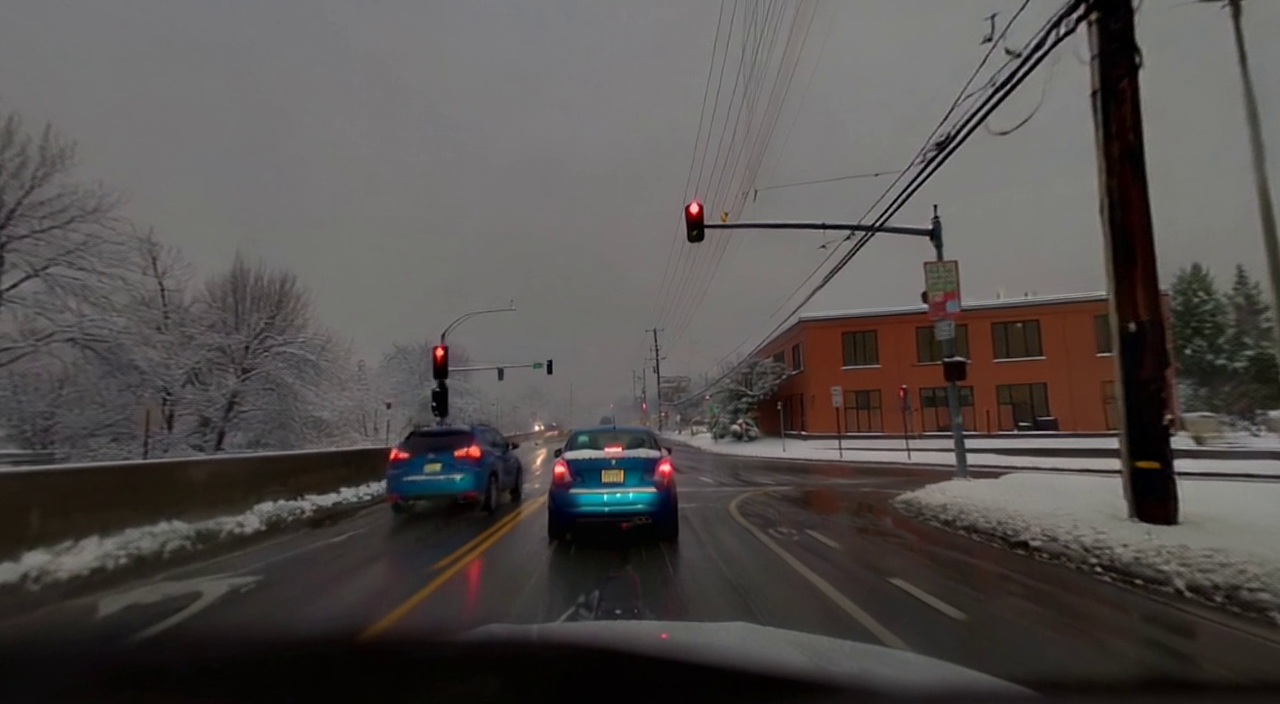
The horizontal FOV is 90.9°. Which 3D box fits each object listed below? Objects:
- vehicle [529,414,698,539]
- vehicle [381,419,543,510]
[{"bbox_3d":[-0.334,1.819,9.813,2.123,1.566,3.662,0,-8,0],"label":"vehicle"},{"bbox_3d":[-3.437,2.260,13.180,2.097,1.573,4.284,0,-8,0],"label":"vehicle"}]
